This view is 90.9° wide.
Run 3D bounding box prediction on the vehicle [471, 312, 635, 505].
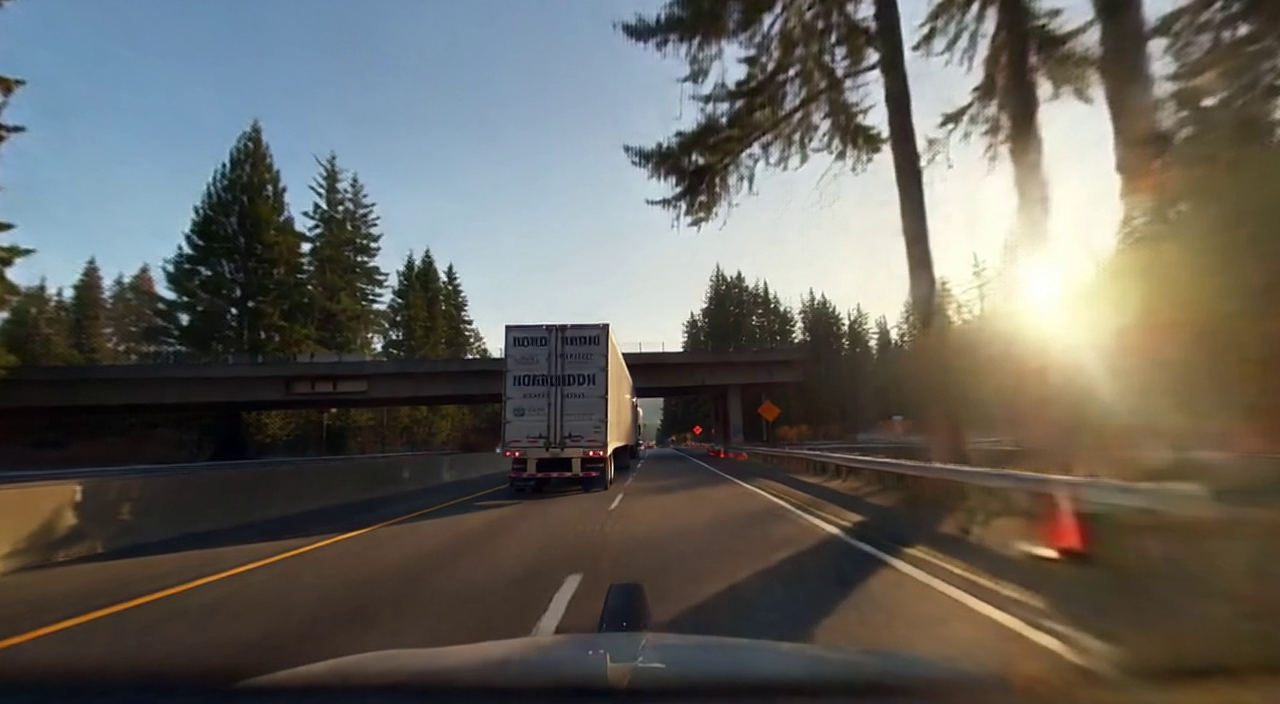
[{"bbox_3d":[-1.890,2.334,21.432,2.873,4.060,16.327,0,-8,1],"label":"vehicle"}]
